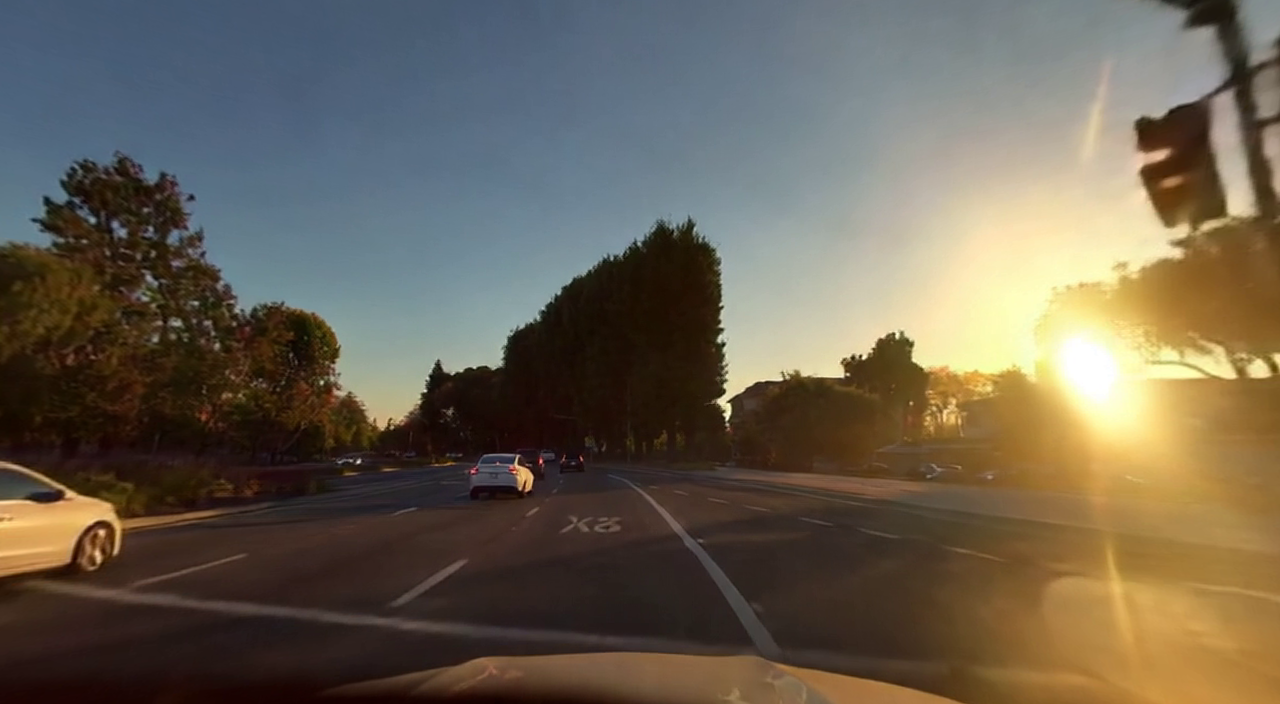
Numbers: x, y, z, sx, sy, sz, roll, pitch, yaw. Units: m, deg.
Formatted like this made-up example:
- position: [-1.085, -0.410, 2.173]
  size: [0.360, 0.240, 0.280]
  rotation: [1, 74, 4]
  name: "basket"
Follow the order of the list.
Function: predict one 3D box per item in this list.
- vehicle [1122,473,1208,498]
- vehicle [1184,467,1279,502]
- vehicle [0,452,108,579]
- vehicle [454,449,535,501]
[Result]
- position: [36.196, 9.184, 43.720]
  size: [1.698, 1.438, 4.442]
  rotation: [1, -9, -8]
  name: "vehicle"
- position: [36.831, 8.085, 38.873]
  size: [1.888, 1.758, 5.043]
  rotation: [1, -9, -5]
  name: "vehicle"
- position: [-8.298, 1.787, 6.615]
  size: [1.889, 1.429, 4.029]
  rotation: [0, -9, 1]
  name: "vehicle"
- position: [-5.063, 4.328, 22.709]
  size: [2.098, 1.613, 4.606]
  rotation: [0, -9, -4]
  name: "vehicle"
